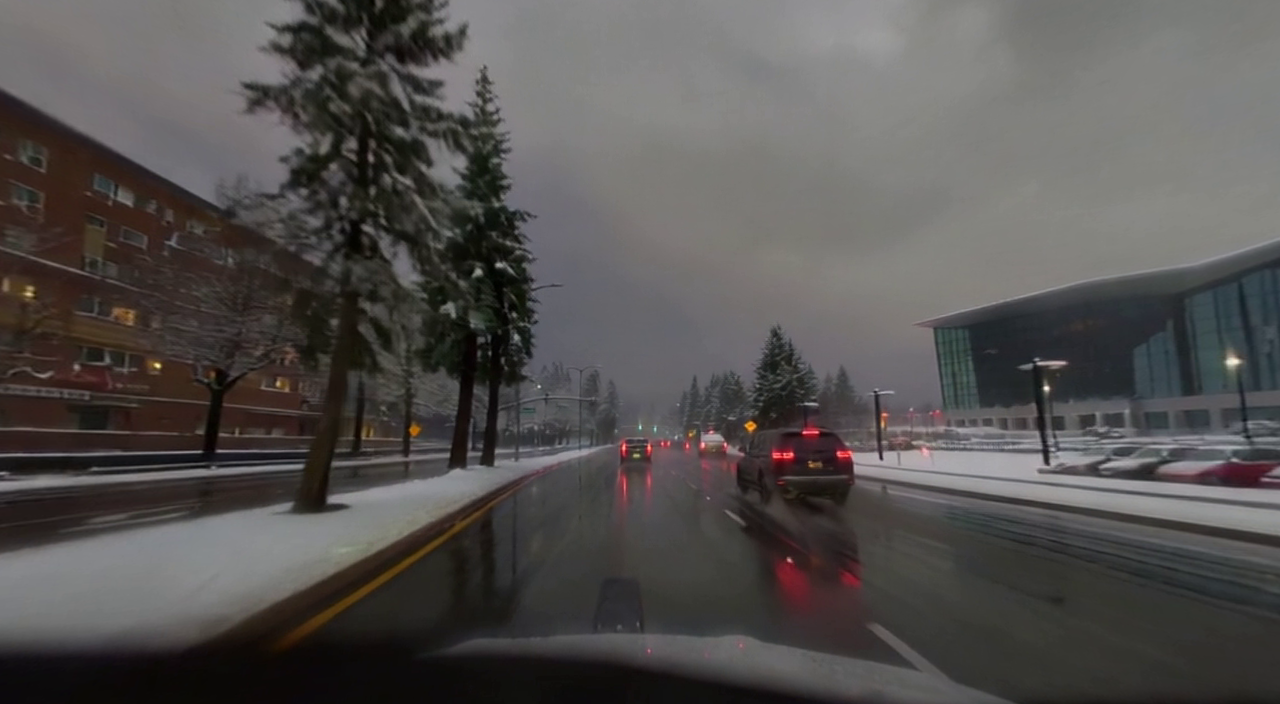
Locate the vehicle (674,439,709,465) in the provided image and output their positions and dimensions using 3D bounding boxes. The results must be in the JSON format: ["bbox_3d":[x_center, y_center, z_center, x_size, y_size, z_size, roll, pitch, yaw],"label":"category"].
[{"bbox_3d":[3.508,6.889,43.665,1.976,1.725,4.159,0,-9,-1],"label":"vehicle"}]

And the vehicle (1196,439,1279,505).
[{"bbox_3d":[17.271,3.203,17.072,3.591,1.628,1.988,4,-10,-27],"label":"vehicle"}]

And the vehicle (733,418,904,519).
[{"bbox_3d":[3.587,2.473,13.886,2.235,1.806,4.818,0,-9,-1],"label":"vehicle"}]

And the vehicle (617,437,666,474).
[{"bbox_3d":[0.020,4.878,29.936,2.145,1.572,4.021,0,-9,-1],"label":"vehicle"}]

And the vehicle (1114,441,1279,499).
[{"bbox_3d":[17.400,3.625,19.753,4.287,1.616,2.089,3,-10,-22],"label":"vehicle"}]
